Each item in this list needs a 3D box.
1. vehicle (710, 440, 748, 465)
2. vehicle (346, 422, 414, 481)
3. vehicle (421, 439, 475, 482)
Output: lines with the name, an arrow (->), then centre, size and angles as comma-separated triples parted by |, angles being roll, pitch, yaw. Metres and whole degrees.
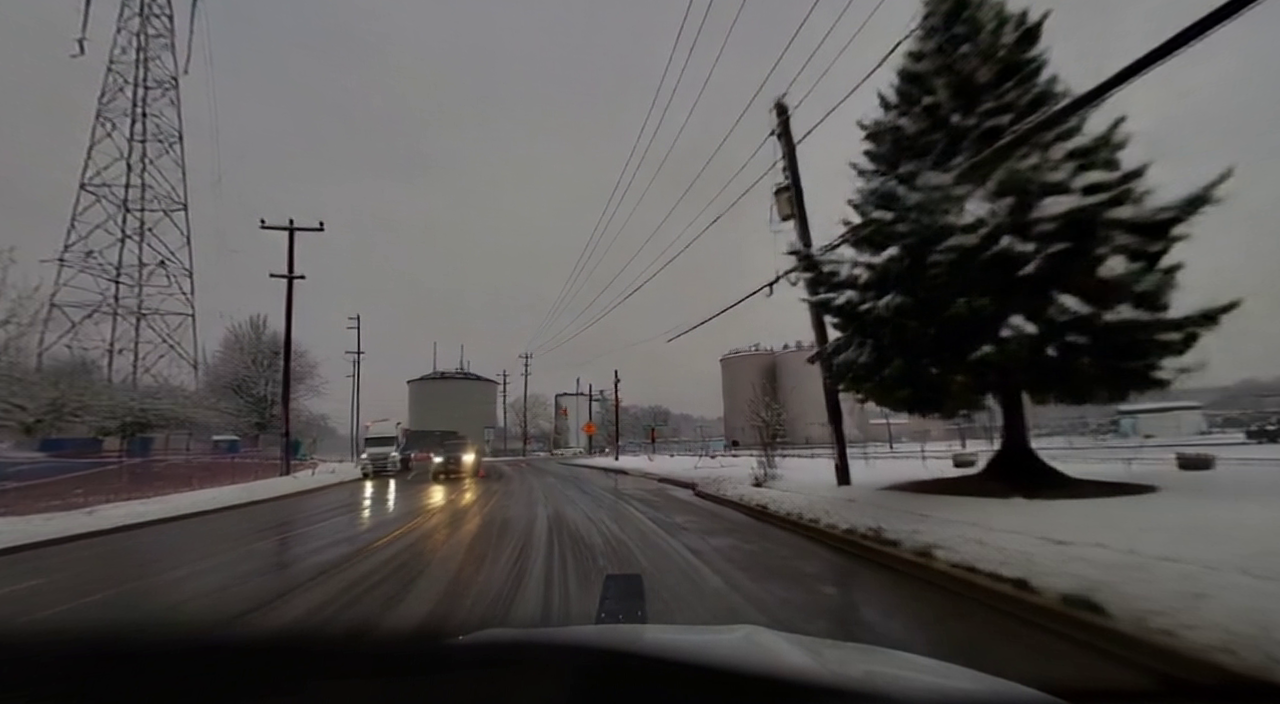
vehicle -> 5.704, 6.464, 40.826 | 1.829, 1.487, 4.352 | 0, -9, 0
vehicle -> -15.449, 5.957, 38.096 | 2.905, 3.133, 7.675 | 2, -9, -17
vehicle -> -8.680, 4.922, 28.932 | 2.079, 1.770, 4.684 | 2, -9, -14
